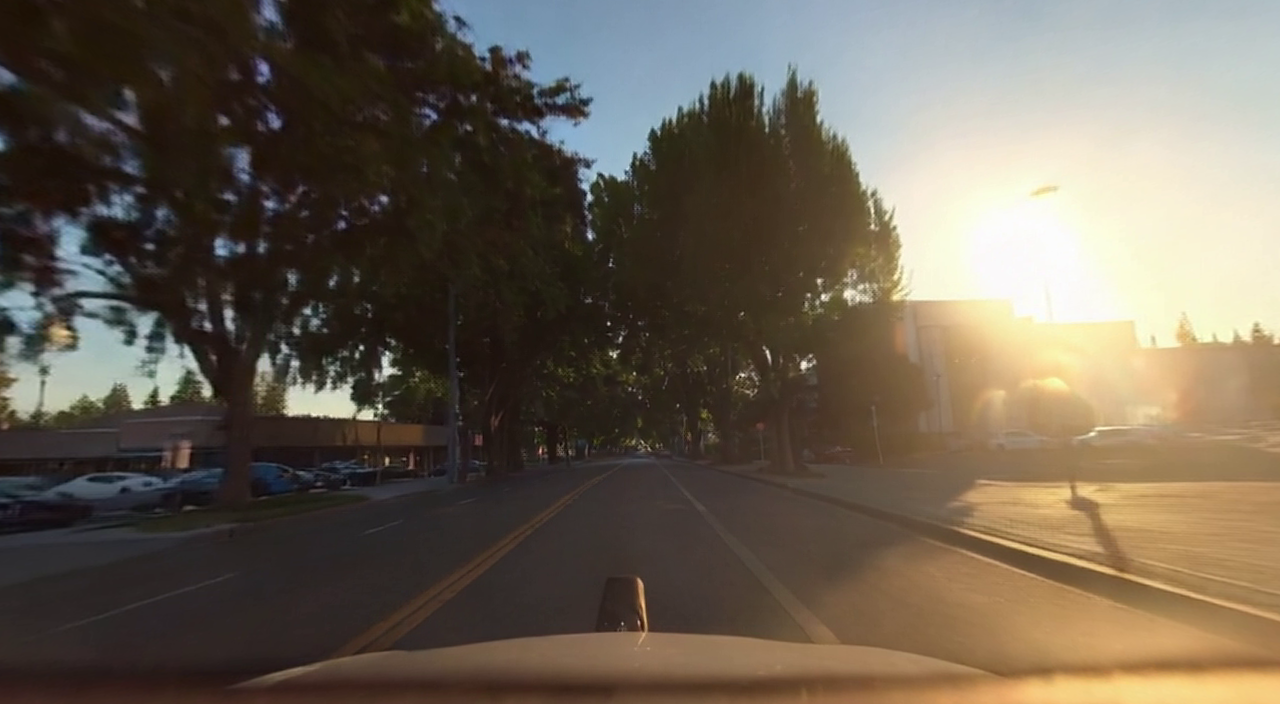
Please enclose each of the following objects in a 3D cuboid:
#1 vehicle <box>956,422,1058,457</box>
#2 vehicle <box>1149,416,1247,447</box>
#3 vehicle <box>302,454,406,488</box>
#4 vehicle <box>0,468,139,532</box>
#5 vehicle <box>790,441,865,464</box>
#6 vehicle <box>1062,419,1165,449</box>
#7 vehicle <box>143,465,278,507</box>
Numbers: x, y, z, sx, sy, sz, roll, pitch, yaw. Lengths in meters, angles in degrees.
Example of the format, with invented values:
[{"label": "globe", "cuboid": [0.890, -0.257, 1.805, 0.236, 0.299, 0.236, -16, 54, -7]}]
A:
[{"label": "vehicle", "cuboid": [25.059, 6.014, 43.266, 5.444, 1.901, 2.250, -4, -9, -1]}, {"label": "vehicle", "cuboid": [38.105, 5.474, 43.194, 4.812, 1.717, 1.887, -4, -9, -1]}, {"label": "vehicle", "cuboid": [-15.259, 6.368, 33.857, 4.579, 1.701, 2.033, -1, -9, 1]}, {"label": "vehicle", "cuboid": [-15.633, 3.753, 16.190, 4.023, 1.475, 1.767, 0, -9, 0]}, {"label": "vehicle", "cuboid": [12.167, 6.560, 41.239, 4.404, 1.445, 1.844, -2, -9, 9]}, {"label": "vehicle", "cuboid": [32.293, 5.649, 43.173, 5.318, 1.849, 2.058, -1, -9, -2]}, {"label": "vehicle", "cuboid": [-15.948, 4.970, 23.584, 3.771, 1.404, 1.639, 0, -9, -2]}]
